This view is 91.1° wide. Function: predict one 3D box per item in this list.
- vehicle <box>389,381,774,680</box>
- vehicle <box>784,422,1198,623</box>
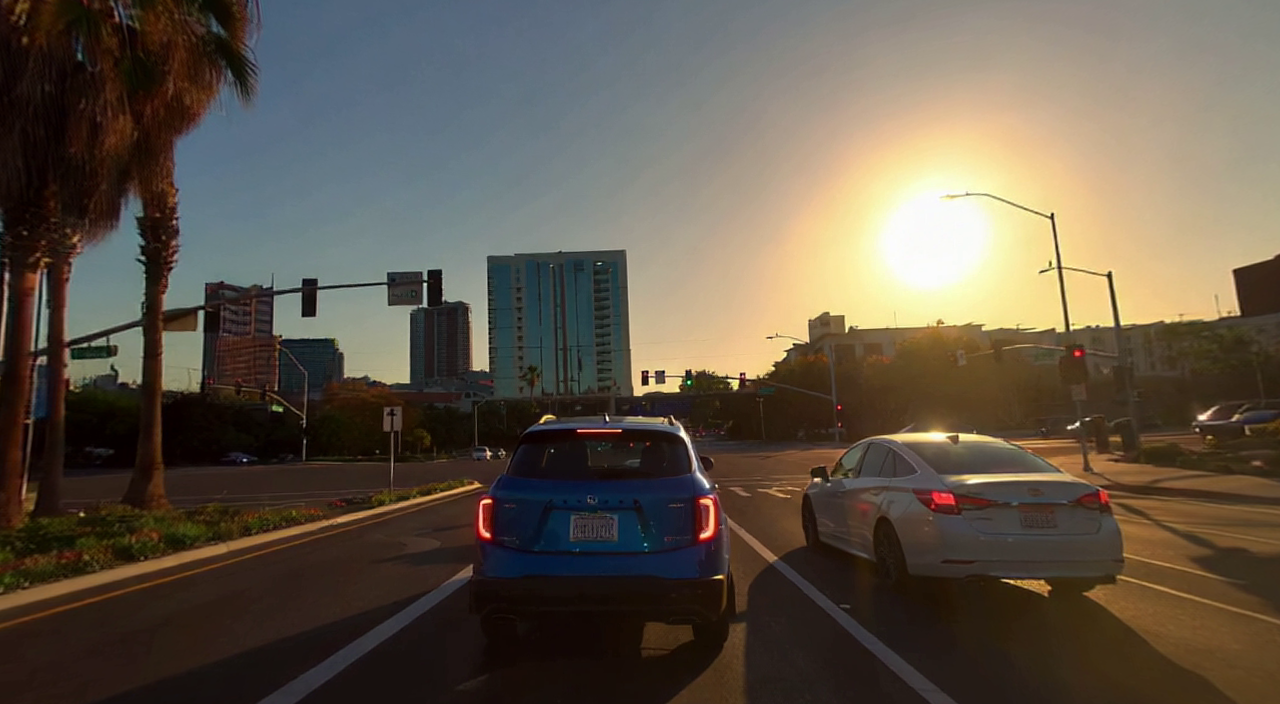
[{"bbox_3d":[-0.336,1.312,5.675,2.172,1.694,4.055,0,-8,0],"label":"vehicle"},{"bbox_3d":[3.122,1.602,6.952,1.971,1.473,4.495,0,-8,0],"label":"vehicle"}]
